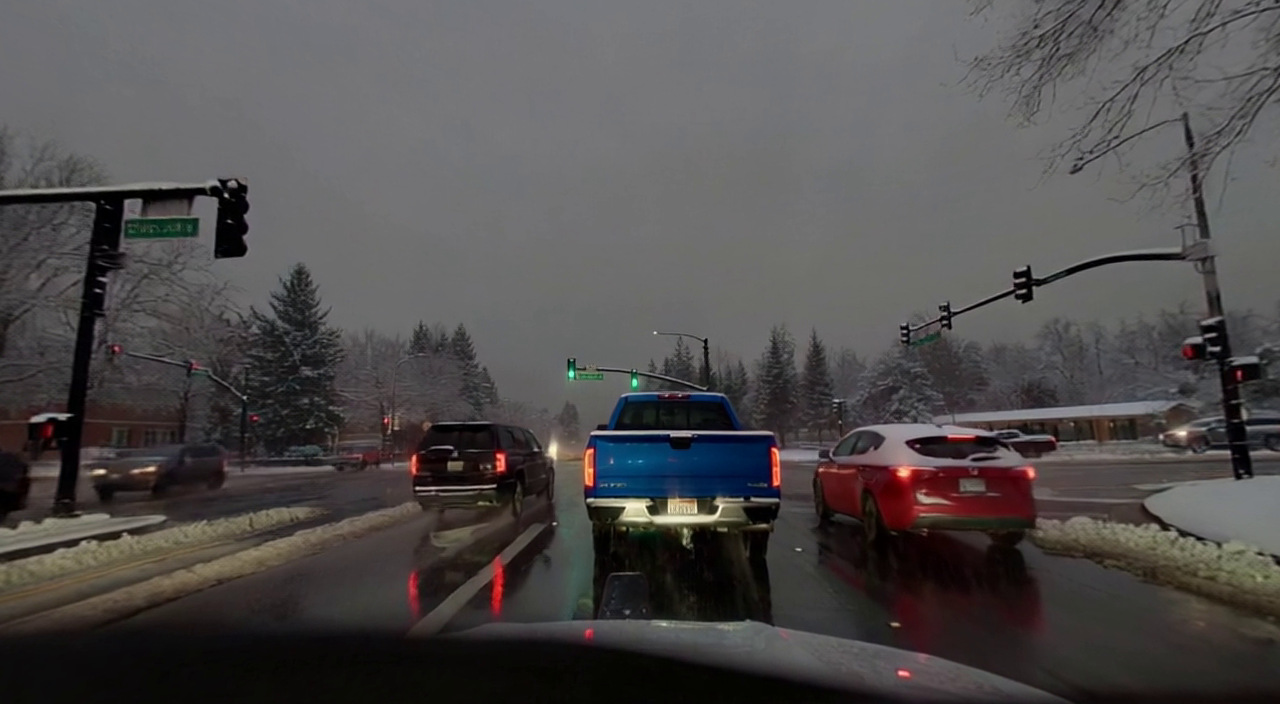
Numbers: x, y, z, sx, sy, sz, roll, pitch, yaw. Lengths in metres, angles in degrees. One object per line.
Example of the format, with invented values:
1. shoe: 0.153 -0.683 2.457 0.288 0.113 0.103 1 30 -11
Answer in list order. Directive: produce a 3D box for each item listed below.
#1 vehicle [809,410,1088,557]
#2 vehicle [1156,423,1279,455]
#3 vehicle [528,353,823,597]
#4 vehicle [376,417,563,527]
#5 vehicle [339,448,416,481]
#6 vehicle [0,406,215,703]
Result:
1. vehicle: 4.095 1.816 9.358 1.984 1.659 4.226 0 -8 0
2. vehicle: 27.795 4.156 30.062 4.681 1.458 1.908 0 -8 -1
3. vehicle: 0.358 1.392 7.862 2.505 2.084 4.768 0 -8 1
4. vehicle: -3.034 2.265 12.514 2.125 1.739 4.707 0 -8 4
5. vehicle: -12.842 5.500 31.188 1.834 1.463 4.597 0 -8 0
6. vehicle: -3.372 0.763 1.073 1.998 1.481 4.656 0 -8 1
